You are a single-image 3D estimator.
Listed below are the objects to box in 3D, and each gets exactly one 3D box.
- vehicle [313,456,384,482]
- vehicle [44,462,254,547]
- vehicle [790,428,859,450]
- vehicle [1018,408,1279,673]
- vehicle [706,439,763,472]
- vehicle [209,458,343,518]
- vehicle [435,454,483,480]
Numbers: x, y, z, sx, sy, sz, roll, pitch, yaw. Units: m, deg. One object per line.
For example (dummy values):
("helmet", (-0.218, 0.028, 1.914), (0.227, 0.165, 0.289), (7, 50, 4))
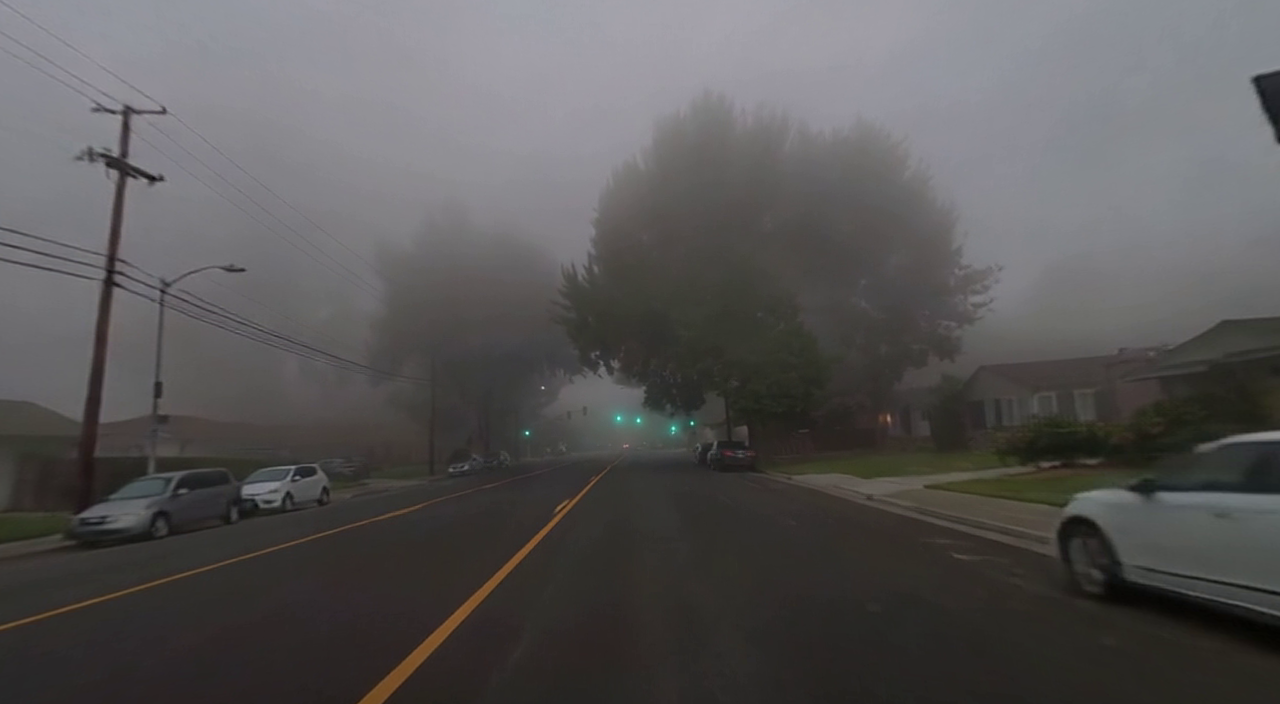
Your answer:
("vehicle", (-20.070, 8.042, 43.608), (3.932, 1.641, 1.819), (0, -8, -1))
("vehicle", (-11.485, 3.539, 15.249), (1.845, 1.626, 4.105), (0, -8, -2))
("vehicle", (14.166, 6.710, 48.644), (4.660, 1.546, 1.916), (-1, -8, 0))
("vehicle", (4.546, 1.045, 3.480), (1.887, 1.480, 4.731), (0, -9, -2))
("vehicle", (4.500, 5.034, 30.819), (2.010, 1.461, 4.247), (0, -9, -2))
("vehicle", (-11.651, 4.339, 20.615), (2.008, 1.643, 4.130), (0, -8, -2))
("vehicle", (-11.689, 7.435, 41.043), (1.867, 1.471, 4.139), (0, -8, 1))
